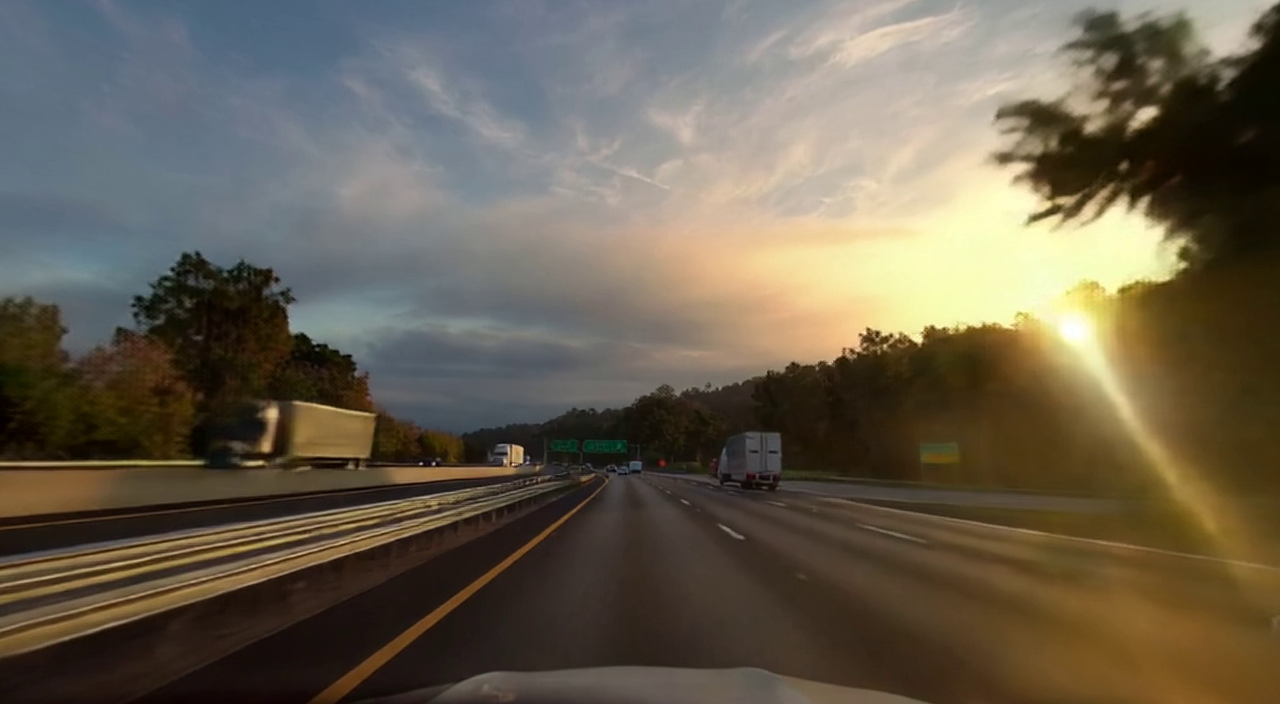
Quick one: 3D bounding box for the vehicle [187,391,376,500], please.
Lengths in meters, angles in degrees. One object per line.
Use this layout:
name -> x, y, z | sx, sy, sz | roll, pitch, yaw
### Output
vehicle -> -13.881, 3.911, 25.479 | 2.965, 3.646, 8.166 | 1, -11, -2

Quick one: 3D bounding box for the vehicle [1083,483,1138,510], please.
vehicle -> 29.295, 8.979, 39.230 | 1.701, 1.471, 3.592 | -3, -11, 21

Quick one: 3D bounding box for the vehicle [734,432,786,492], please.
vehicle -> 7.771, 7.231, 41.279 | 2.282, 3.633, 4.740 | 1, -10, -2
